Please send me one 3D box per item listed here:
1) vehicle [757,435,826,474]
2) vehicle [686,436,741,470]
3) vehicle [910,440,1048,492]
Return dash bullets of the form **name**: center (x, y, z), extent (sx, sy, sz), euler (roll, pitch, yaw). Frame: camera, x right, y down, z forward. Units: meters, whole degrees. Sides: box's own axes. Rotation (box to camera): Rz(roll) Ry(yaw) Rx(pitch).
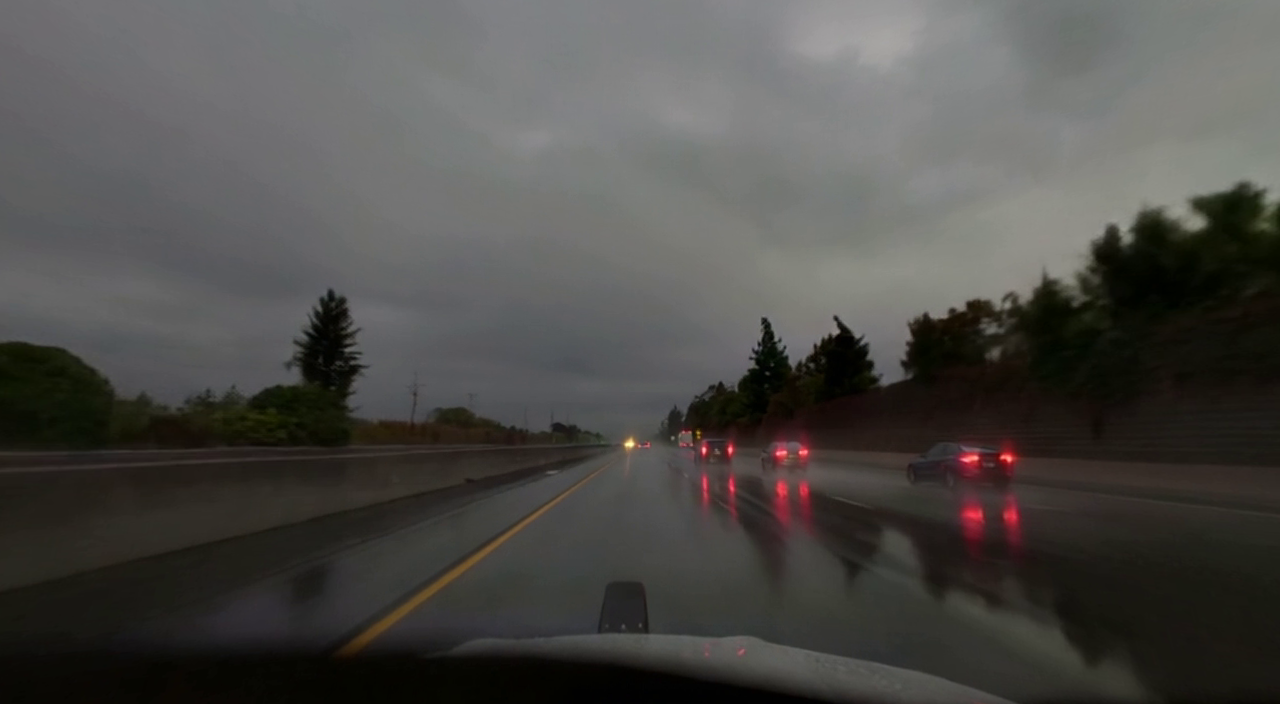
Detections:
- **vehicle**: center (7.230, 4.929, 30.612), extent (2.178, 1.749, 4.570), euler (0, -8, -1)
- **vehicle**: center (3.799, 5.312, 33.295), extent (2.326, 1.644, 4.206), euler (0, -8, -1)
- **vehicle**: center (10.679, 3.600, 20.332), extent (1.970, 1.479, 4.480), euler (0, -8, 0)
